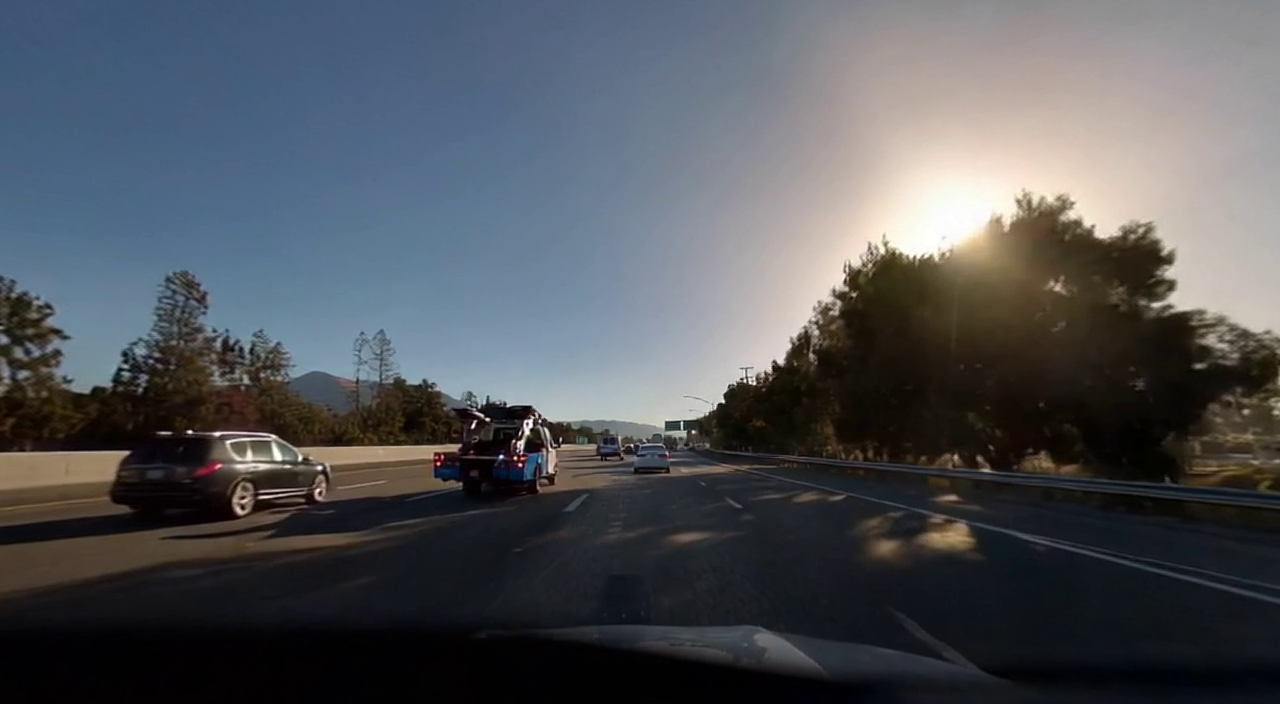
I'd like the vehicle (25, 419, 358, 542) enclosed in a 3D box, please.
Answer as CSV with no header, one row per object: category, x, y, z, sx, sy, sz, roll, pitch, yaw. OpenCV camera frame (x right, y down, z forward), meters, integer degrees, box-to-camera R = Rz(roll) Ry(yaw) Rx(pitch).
vehicle,-6.860,2.000,10.527,1.926,1.561,4.868,0,-8,1

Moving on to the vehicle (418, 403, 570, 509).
vehicle,-3.161,2.430,15.082,2.292,2.070,5.532,0,-8,0

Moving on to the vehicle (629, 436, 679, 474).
vehicle,0.643,4.873,29.903,2.165,1.653,4.456,0,-8,1
